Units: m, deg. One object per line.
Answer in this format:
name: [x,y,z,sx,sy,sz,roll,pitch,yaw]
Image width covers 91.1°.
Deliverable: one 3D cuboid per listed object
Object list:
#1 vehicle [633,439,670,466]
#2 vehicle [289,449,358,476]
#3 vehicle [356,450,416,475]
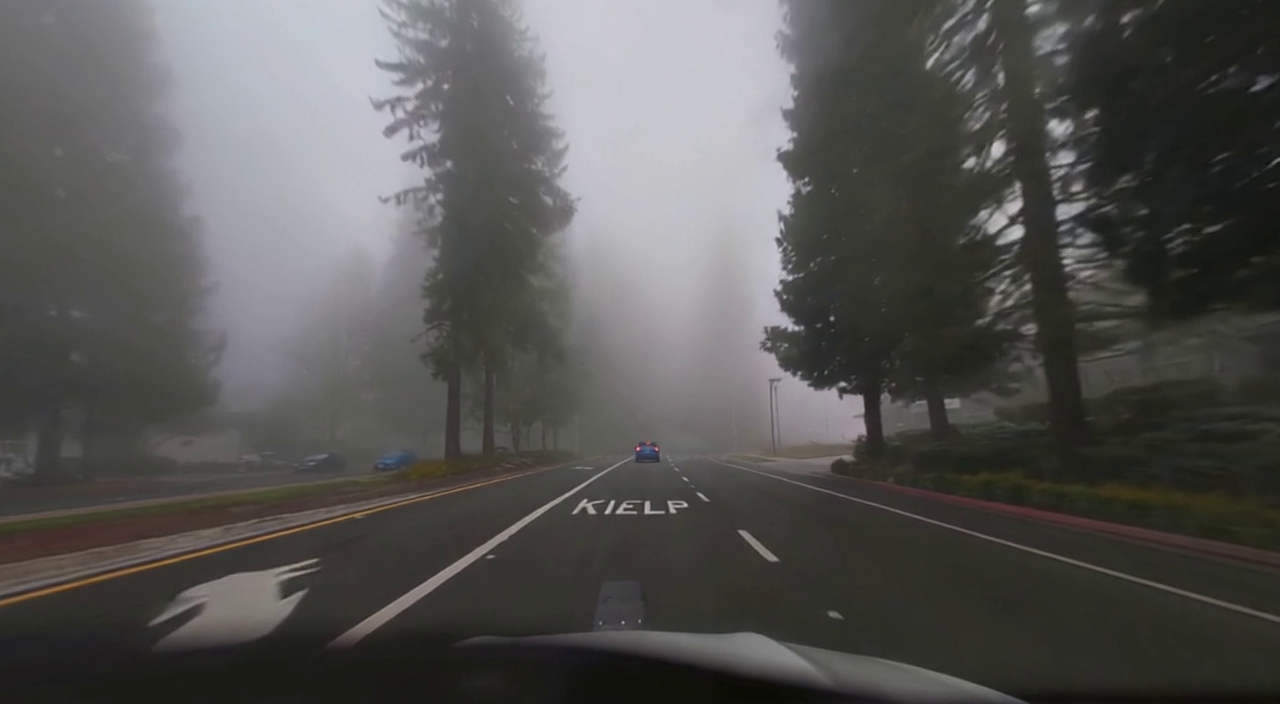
vehicle: [0.703,6.046,37.858,2.144,1.505,4.128,0,-9,2]
vehicle: [-20.409,7.096,40.661,1.936,1.611,4.584,0,-9,2]
vehicle: [-16.266,7.055,40.400,1.824,1.462,4.520,0,-9,2]
